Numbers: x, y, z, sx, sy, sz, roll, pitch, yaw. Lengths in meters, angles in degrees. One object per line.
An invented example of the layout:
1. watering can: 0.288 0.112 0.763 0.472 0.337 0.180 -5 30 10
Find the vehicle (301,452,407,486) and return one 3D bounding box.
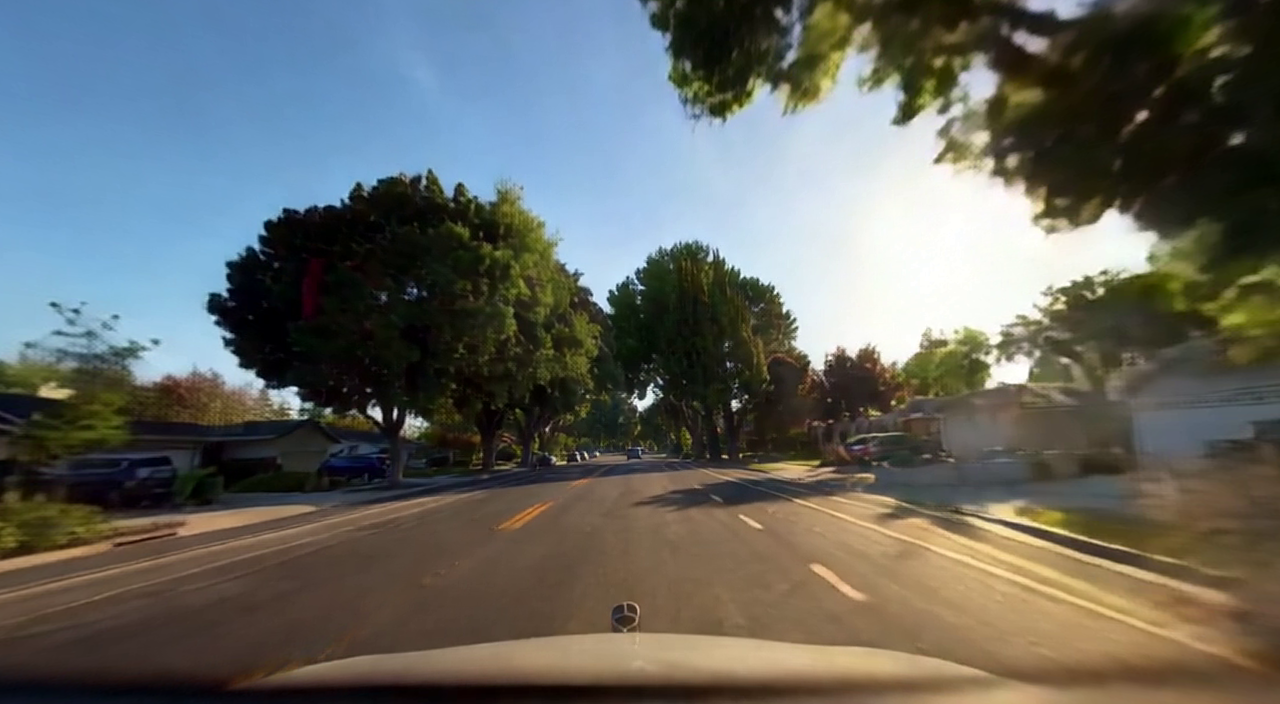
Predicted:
1. vehicle: -15.660 6.412 34.763 4.859 1.780 2.031 -1 -9 2

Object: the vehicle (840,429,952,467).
1. vehicle: 11.987 4.506 29.772 4.392 1.685 1.959 0 -8 -4
